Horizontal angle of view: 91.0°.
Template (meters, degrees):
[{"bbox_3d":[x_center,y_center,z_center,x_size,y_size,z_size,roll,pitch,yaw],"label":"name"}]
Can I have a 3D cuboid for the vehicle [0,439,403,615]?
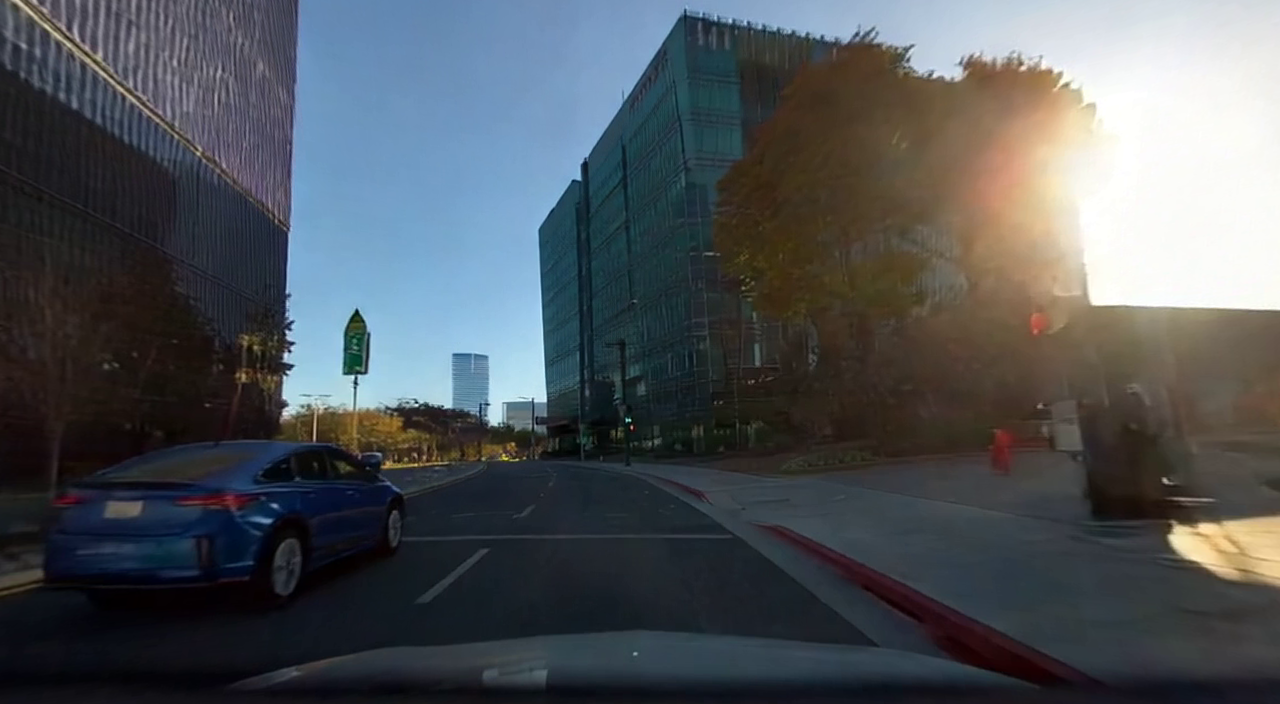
[{"bbox_3d":[-4.799,1.853,7.745,2.045,1.479,4.616,0,-9,-1],"label":"vehicle"}]
